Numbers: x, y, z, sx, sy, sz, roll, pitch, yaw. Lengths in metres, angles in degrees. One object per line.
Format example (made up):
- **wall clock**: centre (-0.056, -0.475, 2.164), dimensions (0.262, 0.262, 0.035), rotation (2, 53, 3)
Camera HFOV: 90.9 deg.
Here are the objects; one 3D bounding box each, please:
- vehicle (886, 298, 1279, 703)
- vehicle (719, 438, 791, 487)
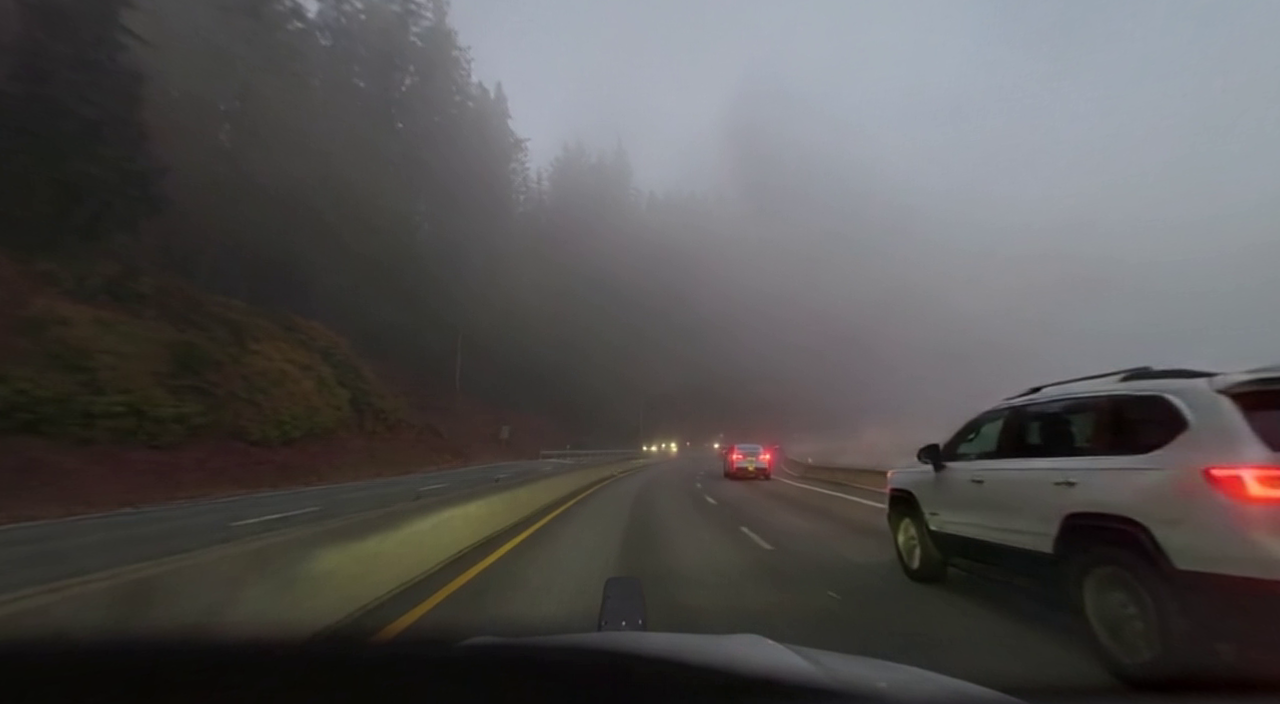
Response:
- **vehicle**: centre (3.603, 0.958, 3.831), dimensions (2.270, 1.897, 4.822), rotation (0, -8, 0)
- **vehicle**: centre (4.378, 4.268, 24.663), dimensions (2.112, 1.708, 4.380), rotation (0, -8, 2)
